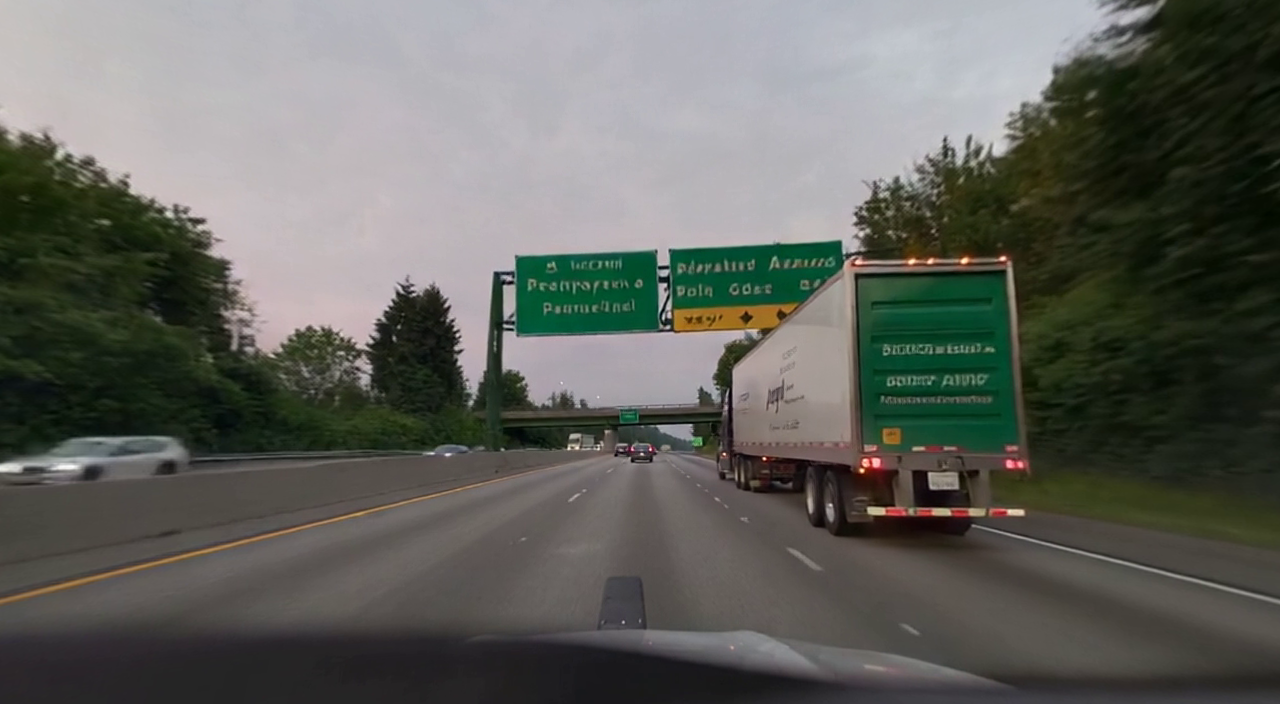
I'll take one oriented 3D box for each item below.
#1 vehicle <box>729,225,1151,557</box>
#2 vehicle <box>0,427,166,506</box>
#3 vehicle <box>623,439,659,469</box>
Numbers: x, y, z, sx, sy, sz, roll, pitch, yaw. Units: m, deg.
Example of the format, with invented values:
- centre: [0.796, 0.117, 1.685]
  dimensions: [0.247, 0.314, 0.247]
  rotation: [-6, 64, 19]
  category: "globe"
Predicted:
- centre: [4.504, 1.447, 14.512]
  dimensions: [3.011, 4.028, 13.890]
  rotation: [0, -9, 0]
  category: "vehicle"
- centre: [-15.295, 2.947, 16.607]
  dimensions: [1.894, 1.765, 4.604]
  rotation: [0, -9, 1]
  category: "vehicle"
- centre: [0.065, 6.151, 38.196]
  dimensions: [2.067, 1.690, 3.901]
  rotation: [0, -9, 0]
  category: "vehicle"
